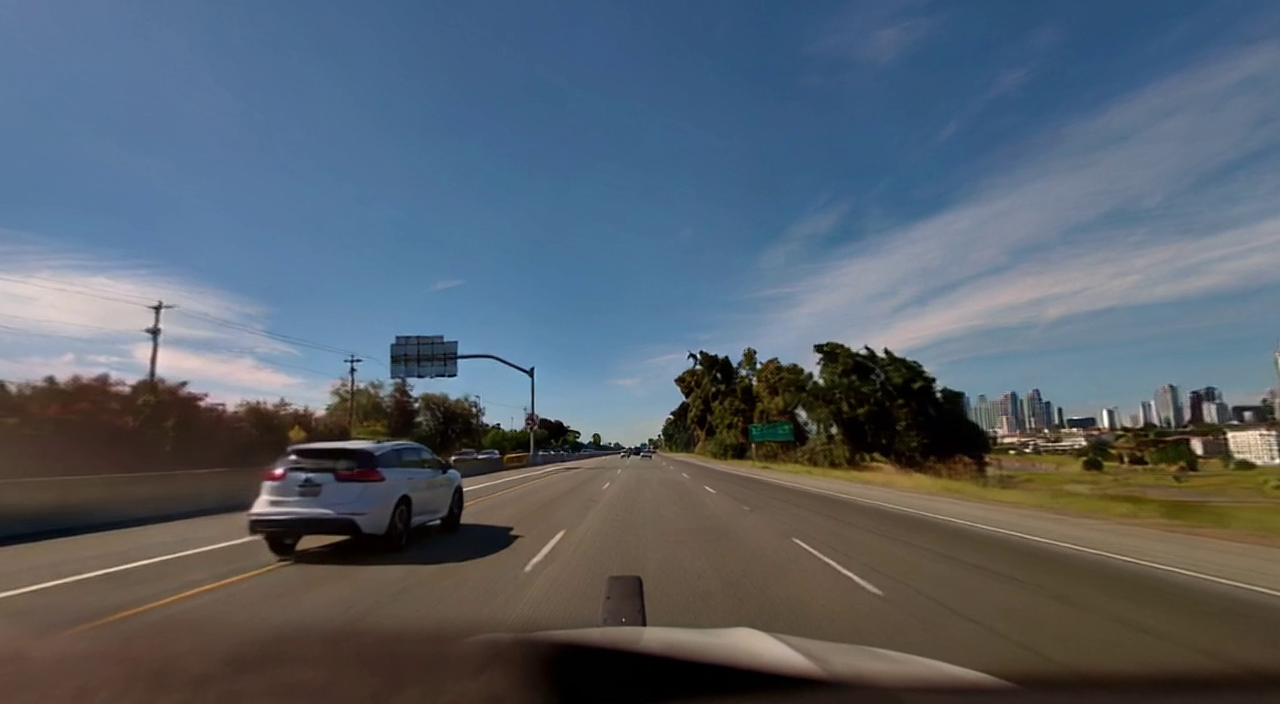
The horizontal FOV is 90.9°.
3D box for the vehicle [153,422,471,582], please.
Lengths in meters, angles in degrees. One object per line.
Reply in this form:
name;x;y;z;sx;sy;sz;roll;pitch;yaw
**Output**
vehicle;-3.780;1.799;8.269;1.965;1.556;3.971;0;-9;1
